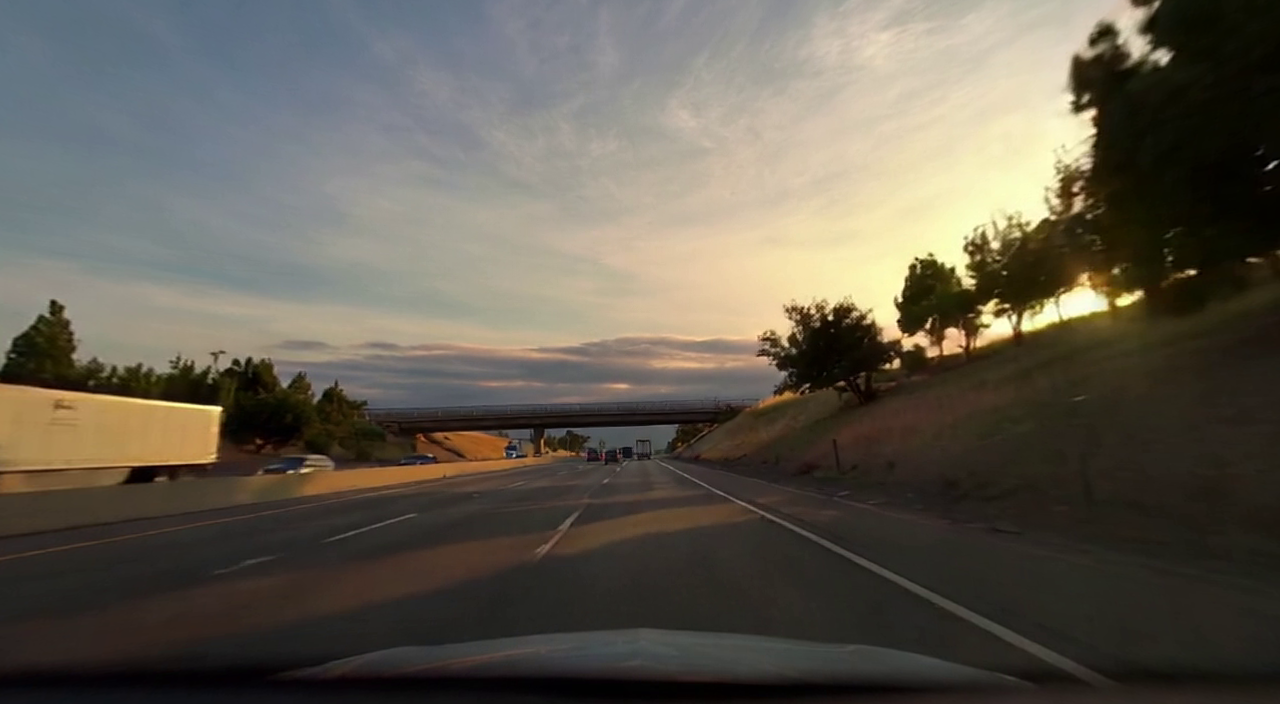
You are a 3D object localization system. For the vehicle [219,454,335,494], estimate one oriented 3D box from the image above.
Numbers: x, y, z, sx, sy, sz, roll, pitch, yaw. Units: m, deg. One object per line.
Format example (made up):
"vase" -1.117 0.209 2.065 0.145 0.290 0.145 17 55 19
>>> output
"vehicle" -14.750 4.962 25.967 2.128 1.471 4.471 0 -9 0

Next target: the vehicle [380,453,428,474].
"vehicle" -18.074 8.561 48.601 1.826 1.491 4.766 0 -9 0

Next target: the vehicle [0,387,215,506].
"vehicle" -22.316 3.375 22.437 2.908 3.830 16.795 0 -9 -1
